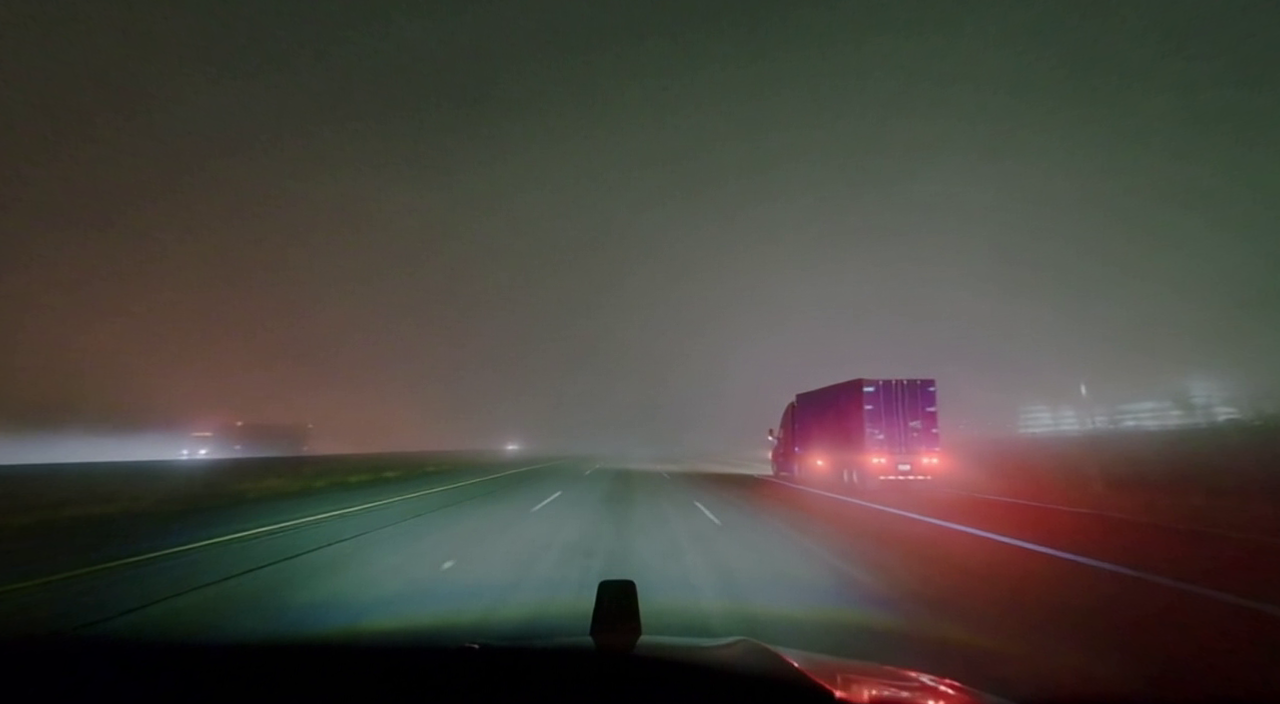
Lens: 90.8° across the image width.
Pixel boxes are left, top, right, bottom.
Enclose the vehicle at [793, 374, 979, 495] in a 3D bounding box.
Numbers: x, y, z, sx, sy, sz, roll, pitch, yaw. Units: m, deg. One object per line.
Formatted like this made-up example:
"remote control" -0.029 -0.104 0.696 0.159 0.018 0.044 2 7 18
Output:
"vehicle" 7.003 2.607 19.419 2.627 3.011 7.287 0 -9 -1
